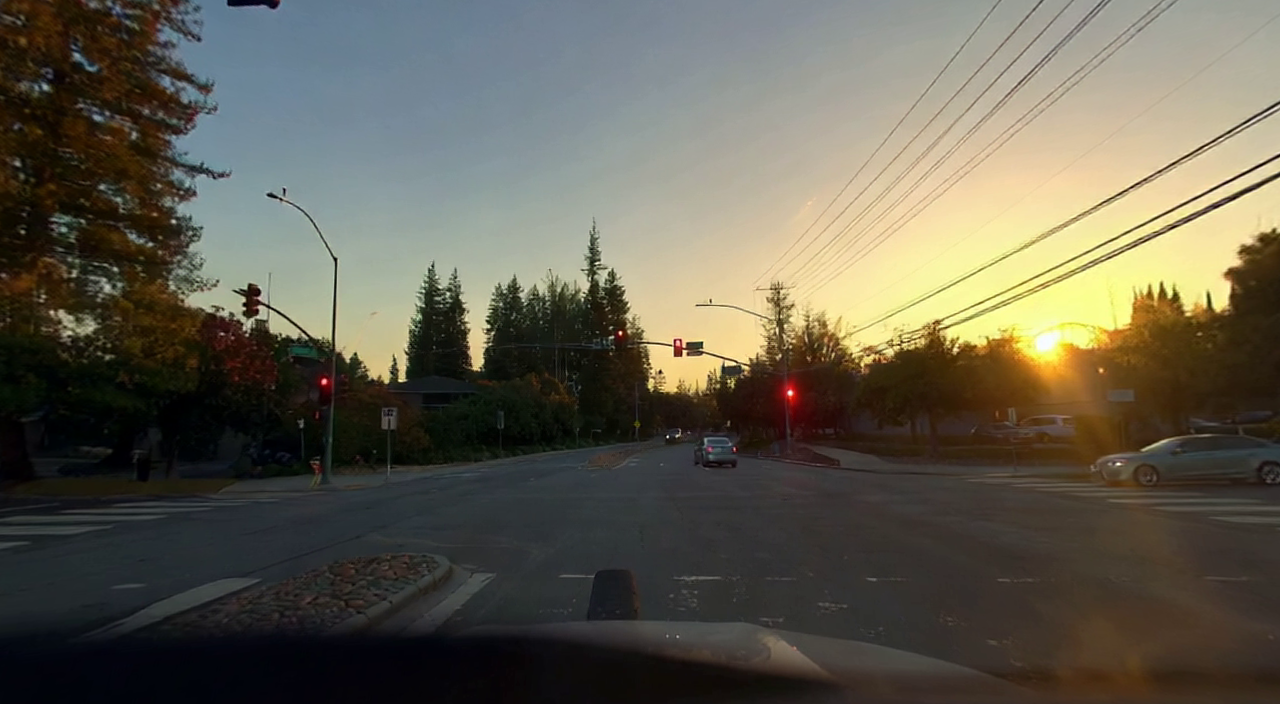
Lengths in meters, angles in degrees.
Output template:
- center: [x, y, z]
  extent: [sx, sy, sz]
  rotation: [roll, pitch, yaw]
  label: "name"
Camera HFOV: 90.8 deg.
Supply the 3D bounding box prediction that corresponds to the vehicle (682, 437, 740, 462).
- center: [4.456, 6.259, 40.577]
  extent: [2.067, 1.490, 4.884]
  rotation: [2, -9, -14]
  label: "vehicle"
